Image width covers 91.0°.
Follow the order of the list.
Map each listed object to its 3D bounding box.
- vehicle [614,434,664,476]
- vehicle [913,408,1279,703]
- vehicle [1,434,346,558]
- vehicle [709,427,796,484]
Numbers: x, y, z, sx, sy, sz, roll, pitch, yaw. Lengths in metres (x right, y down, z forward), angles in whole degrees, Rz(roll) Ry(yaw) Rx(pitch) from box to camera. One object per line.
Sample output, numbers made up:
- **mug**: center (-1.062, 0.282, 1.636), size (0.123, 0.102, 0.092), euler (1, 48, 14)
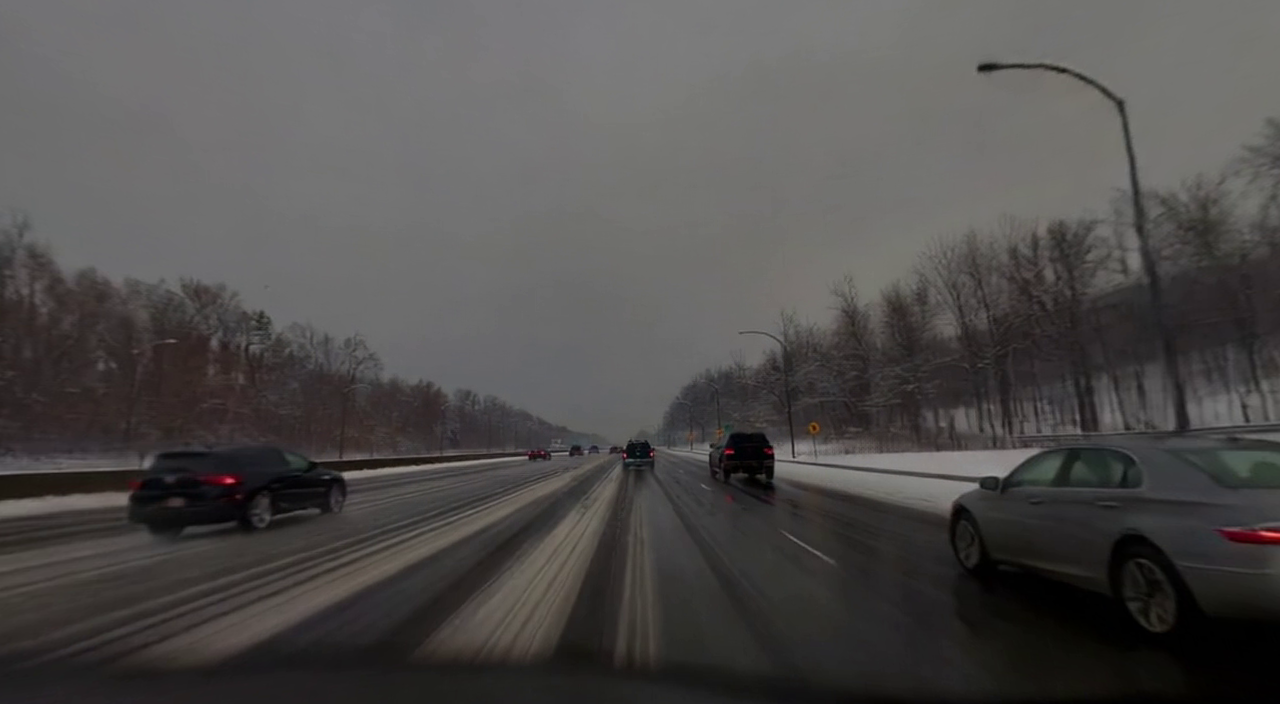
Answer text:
- **vehicle**: center (0.000, 5.272, 32.455), size (2.372, 1.957, 5.121), euler (0, -9, 1)
- **vehicle**: center (4.065, 1.274, 4.554), size (2.057, 1.508, 4.767), euler (0, -9, 0)
- **vehicle**: center (-6.901, 2.152, 10.189), size (2.014, 1.526, 4.577), euler (0, -9, 1)
- **vehicle**: center (4.292, 4.115, 25.194), size (2.388, 1.998, 5.749), euler (0, -9, 0)
